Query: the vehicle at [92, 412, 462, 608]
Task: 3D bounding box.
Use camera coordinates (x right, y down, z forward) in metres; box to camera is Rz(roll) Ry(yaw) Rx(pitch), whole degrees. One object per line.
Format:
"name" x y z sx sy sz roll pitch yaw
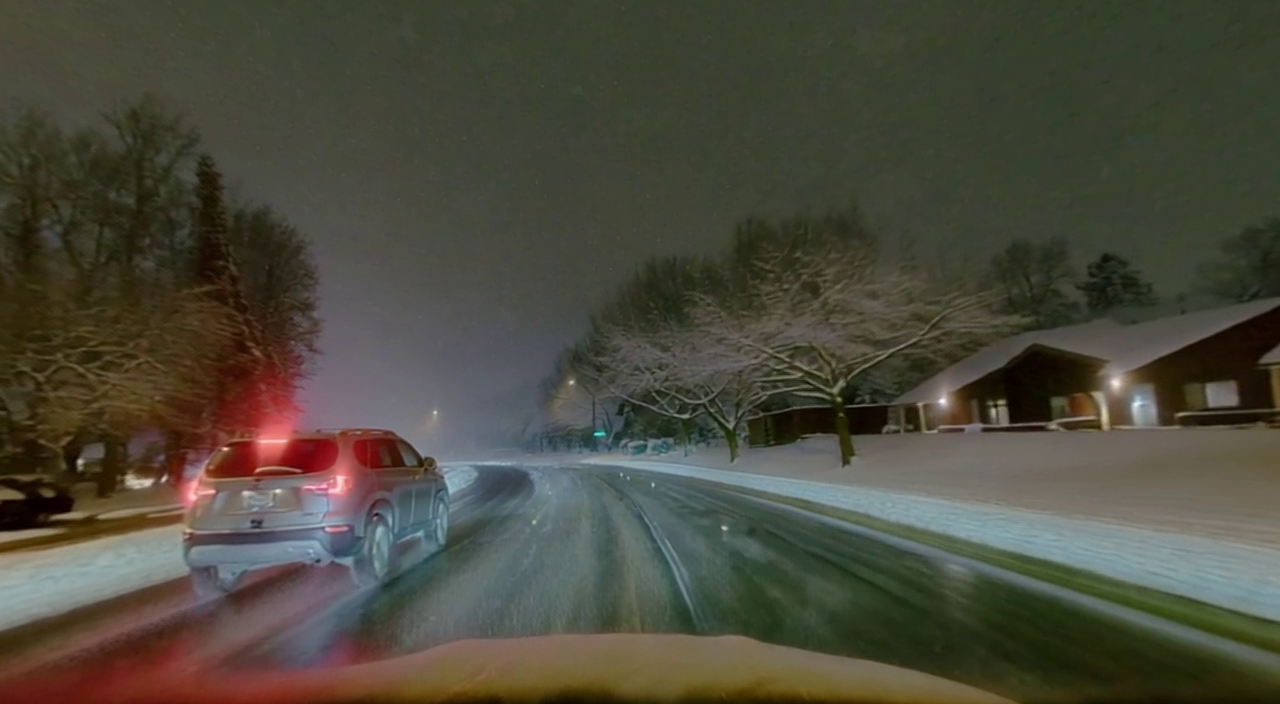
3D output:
"vehicle" -3.975 1.800 8.115 2.175 1.772 4.442 0 -9 -2

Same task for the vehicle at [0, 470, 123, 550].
"vehicle" -14.629 3.759 14.739 1.878 1.505 4.435 -8 -7 -9
